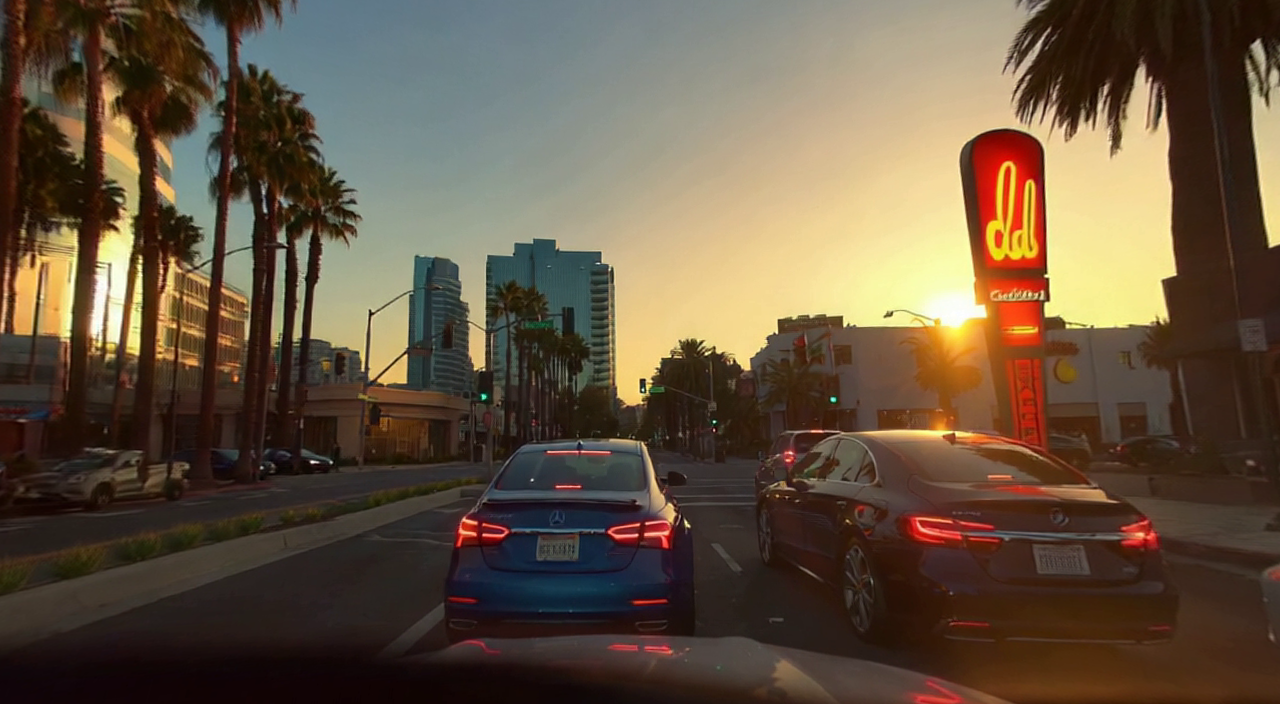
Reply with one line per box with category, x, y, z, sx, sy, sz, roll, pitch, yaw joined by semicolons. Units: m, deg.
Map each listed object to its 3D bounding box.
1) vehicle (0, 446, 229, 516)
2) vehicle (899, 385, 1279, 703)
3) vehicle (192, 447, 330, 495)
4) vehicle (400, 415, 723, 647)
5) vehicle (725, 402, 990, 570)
vehicle;-12.864;3.136;15.970;1.870;1.475;4.531;0;-9;0
vehicle;2.619;0.809;1.470;2.085;1.469;4.458;0;-9;-1
vehicle;-12.863;4.023;21.869;1.856;1.455;4.700;0;-9;0
vehicle;-0.520;1.475;6.225;2.096;1.492;4.071;0;-9;0
vehicle;2.640;1.767;9.060;2.096;1.775;4.440;0;-9;-2
